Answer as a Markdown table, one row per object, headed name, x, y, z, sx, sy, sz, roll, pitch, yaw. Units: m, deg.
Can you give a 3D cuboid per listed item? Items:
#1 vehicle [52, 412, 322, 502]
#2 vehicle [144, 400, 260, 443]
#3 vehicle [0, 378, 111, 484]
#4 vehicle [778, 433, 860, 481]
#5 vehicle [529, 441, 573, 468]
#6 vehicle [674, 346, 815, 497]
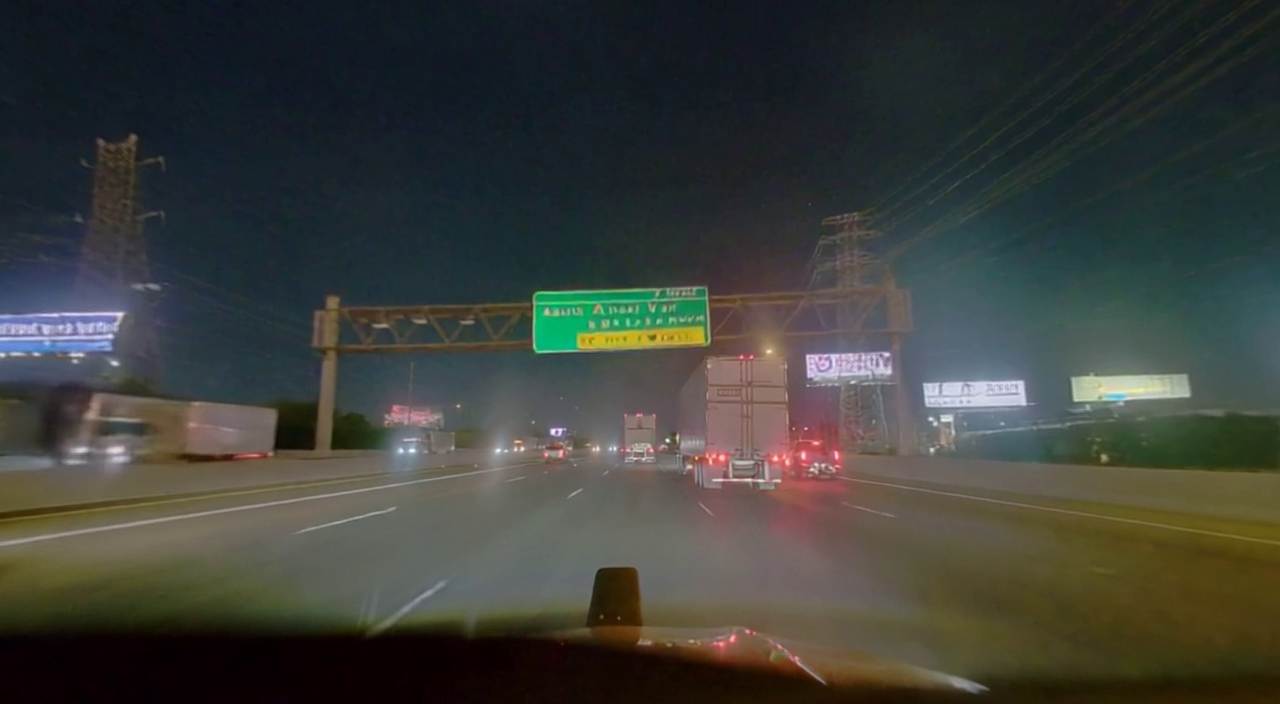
| name | x | y | z | sx | sy | sz | roll | pitch | yaw |
| --- | --- | --- | --- | --- | --- | --- | --- | --- | --- |
| vehicle | -20.893 | 5.079 | 31.283 | 2.971 | 3.403 | 13.948 | -1 | -9 | 1 |
| vehicle | -20.907 | 3.439 | 30.526 | 2.008 | 1.858 | 4.938 | -1 | -9 | 1 |
| vehicle | -24.803 | 2.965 | 23.539 | 3.057 | 3.802 | 8.100 | 0 | -9 | 0 |
| vehicle | 7.550 | 4.490 | 27.219 | 2.115 | 1.844 | 4.522 | 0 | -9 | -1 |
| vehicle | -6.849 | 7.925 | 49.223 | 2.425 | 1.917 | 5.647 | -1 | -9 | 2 |
| vehicle | 3.322 | 3.156 | 25.804 | 2.892 | 4.152 | 16.575 | 0 | -9 | 0 |
